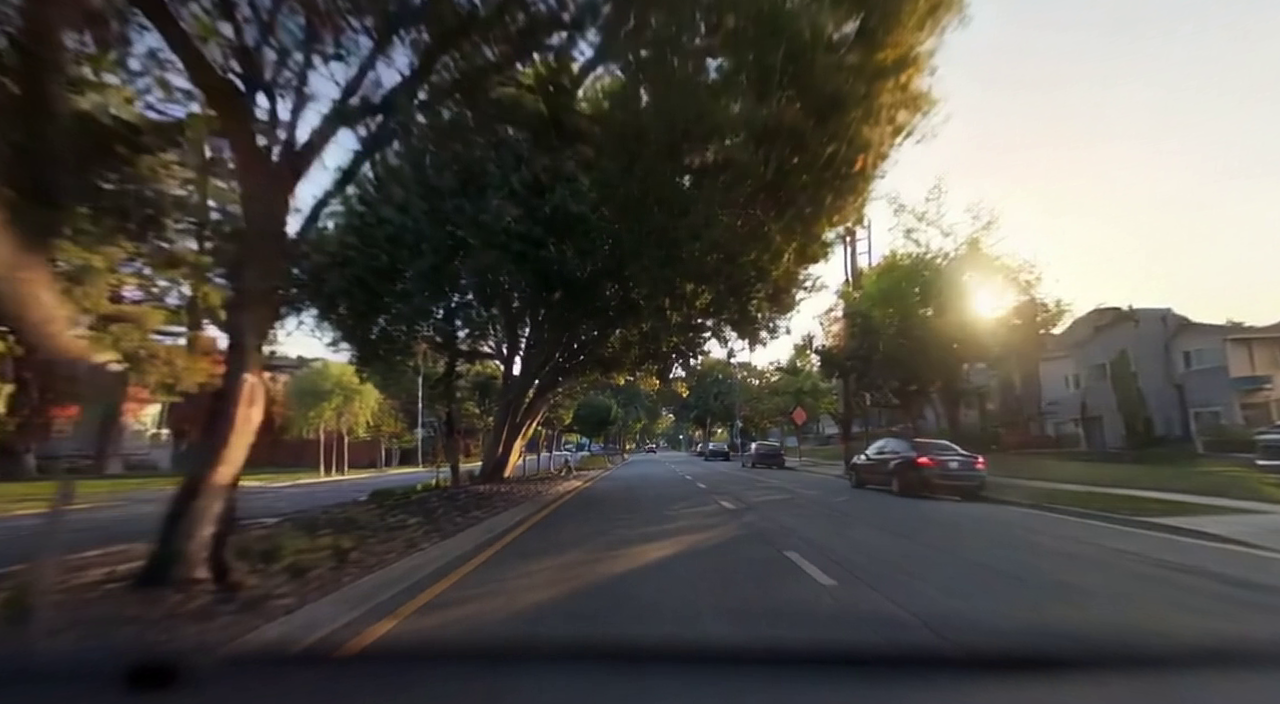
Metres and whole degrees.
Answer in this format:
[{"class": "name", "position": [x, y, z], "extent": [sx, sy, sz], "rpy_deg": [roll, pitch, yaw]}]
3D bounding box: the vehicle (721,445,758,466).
[{"class": "vehicle", "position": [7.350, 7.687, 47.002], "extent": [1.987, 1.469, 4.497], "rpy_deg": [0, -8, -1]}]

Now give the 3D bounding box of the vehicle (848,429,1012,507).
[{"class": "vehicle", "position": [6.995, 2.838, 15.898], "extent": [2.126, 1.639, 4.539], "rpy_deg": [0, -8, 3]}]
